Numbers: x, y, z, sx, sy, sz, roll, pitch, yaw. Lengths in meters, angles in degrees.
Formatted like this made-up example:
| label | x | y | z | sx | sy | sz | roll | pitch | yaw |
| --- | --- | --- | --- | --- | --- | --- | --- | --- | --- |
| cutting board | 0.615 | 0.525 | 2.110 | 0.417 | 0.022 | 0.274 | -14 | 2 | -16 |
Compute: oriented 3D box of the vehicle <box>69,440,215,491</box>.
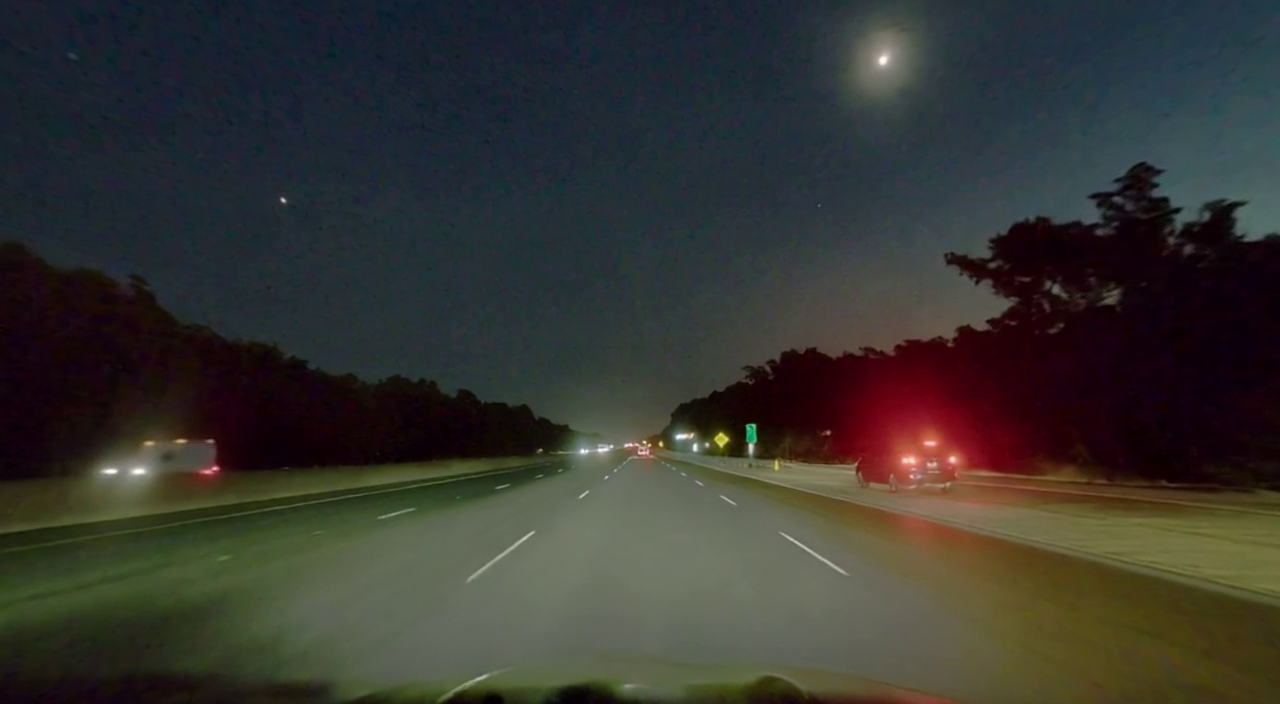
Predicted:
| label | x | y | z | sx | sy | sz | roll | pitch | yaw |
| --- | --- | --- | --- | --- | --- | --- | --- | --- | --- |
| vehicle | -23.883 | 5.454 | 30.686 | 2.340 | 2.235 | 5.702 | 0 | -9 | 1 |
